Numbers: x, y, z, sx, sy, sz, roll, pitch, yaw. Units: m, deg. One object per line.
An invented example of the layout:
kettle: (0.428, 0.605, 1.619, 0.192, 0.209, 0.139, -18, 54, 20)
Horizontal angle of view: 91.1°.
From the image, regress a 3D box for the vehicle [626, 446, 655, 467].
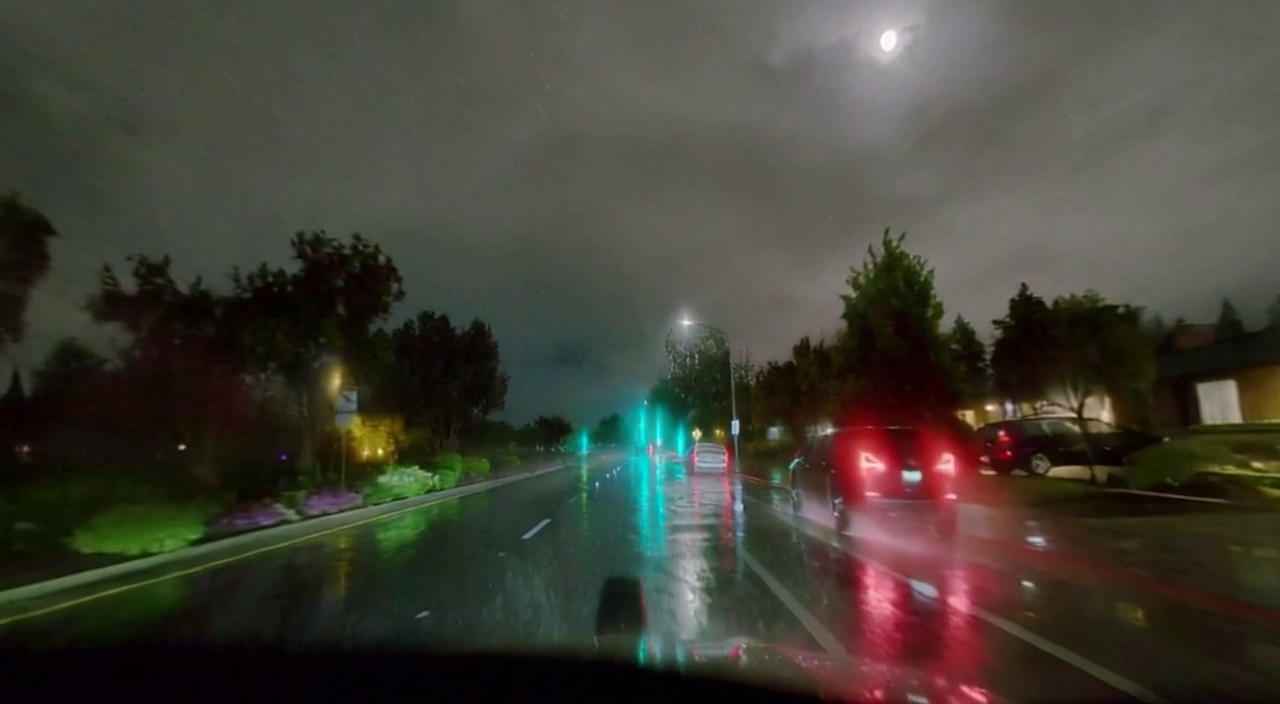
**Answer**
vehicle: (0.058, 7.771, 46.721, 2.054, 1.456, 4.003, 0, -8, 1)

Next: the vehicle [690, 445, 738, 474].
vehicle: (4.178, 6.141, 35.972, 2.069, 1.491, 4.676, 1, -9, -1)

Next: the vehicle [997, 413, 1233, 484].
vehicle: (12.755, 2.607, 17.138, 4.694, 1.622, 2.067, -2, -7, 1)

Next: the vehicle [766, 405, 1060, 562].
vehicle: (3.750, 1.941, 10.094, 2.203, 1.828, 5.336, 0, -9, -2)
